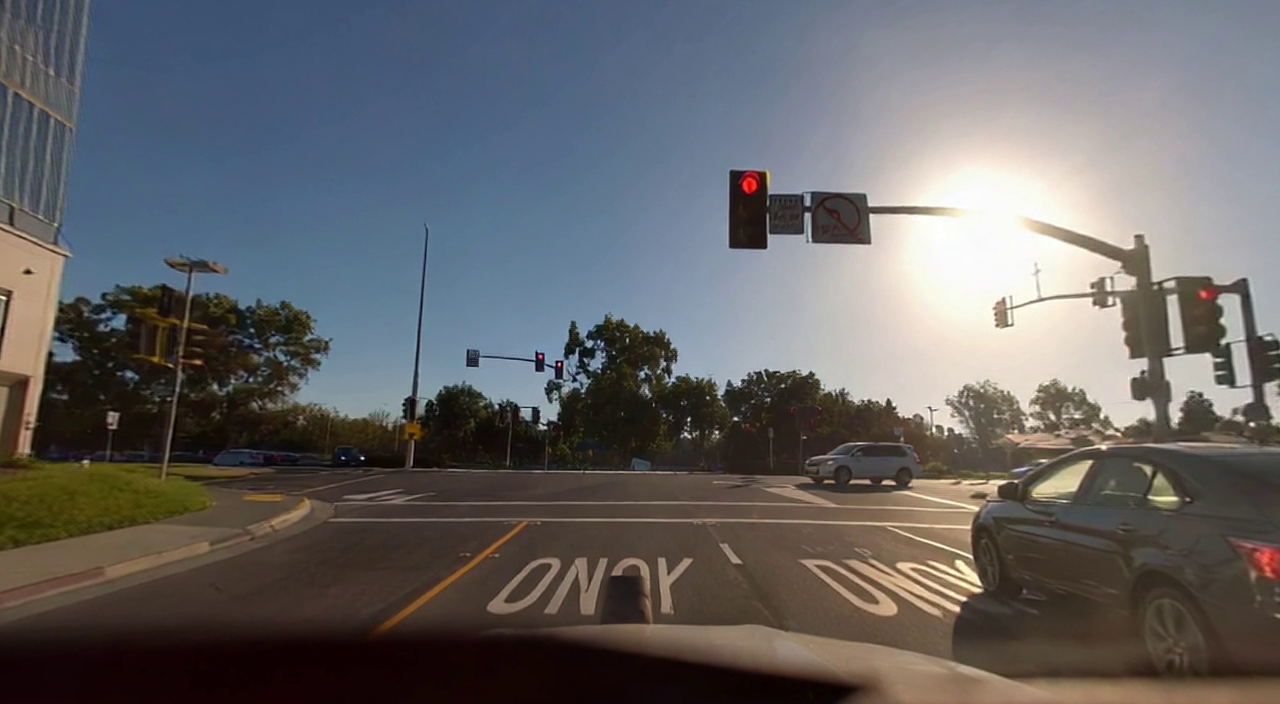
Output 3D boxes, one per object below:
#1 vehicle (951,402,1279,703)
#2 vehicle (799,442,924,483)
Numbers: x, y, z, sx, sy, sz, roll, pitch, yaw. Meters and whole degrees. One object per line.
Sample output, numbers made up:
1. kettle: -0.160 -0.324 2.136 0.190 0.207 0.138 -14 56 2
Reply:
1. vehicle: 3.957 1.177 3.834 2.036 1.583 4.911 -1 -8 6
2. vehicle: 9.630 4.781 27.567 4.715 1.671 2.030 1 -9 -10
